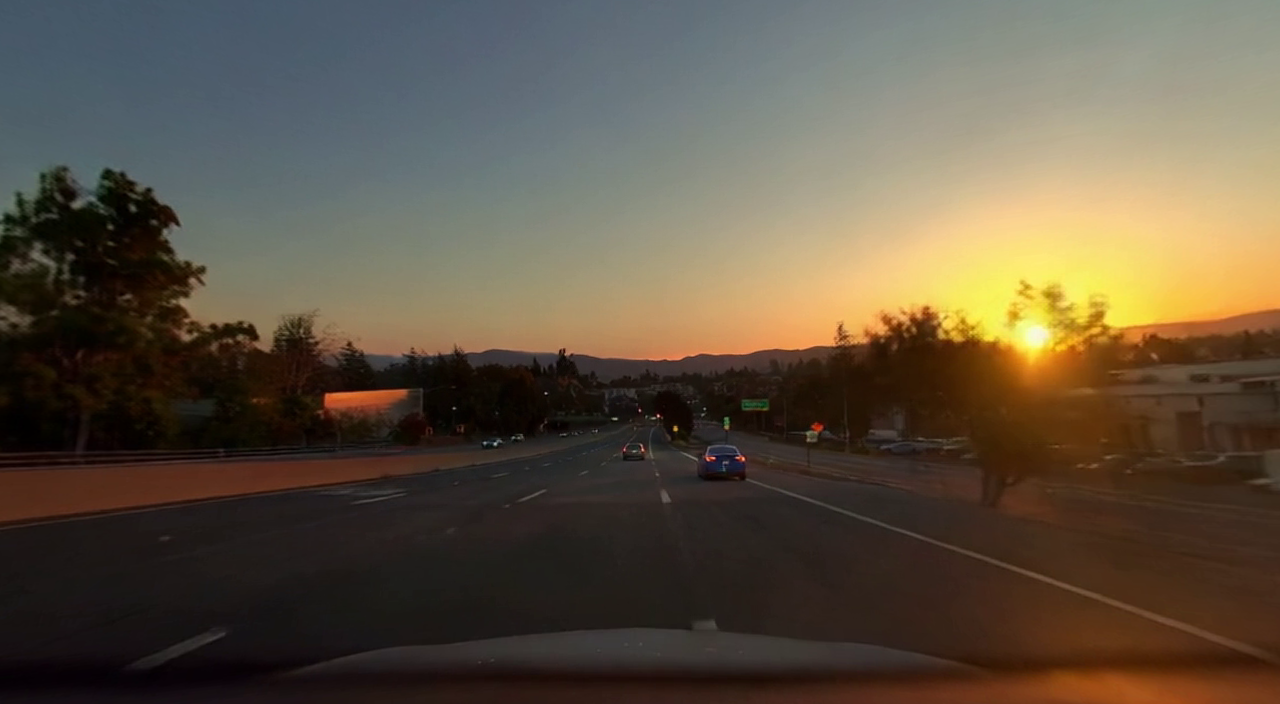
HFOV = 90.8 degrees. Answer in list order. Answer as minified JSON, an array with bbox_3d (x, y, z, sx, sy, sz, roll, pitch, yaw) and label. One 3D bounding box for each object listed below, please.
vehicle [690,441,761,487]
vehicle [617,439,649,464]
[{"bbox_3d":[3.094,4.156,23.829,2.029,1.528,4.644,0,-9,0],"label":"vehicle"},{"bbox_3d":[-0.427,7.029,44.680,2.127,1.692,4.382,0,-9,1],"label":"vehicle"}]
